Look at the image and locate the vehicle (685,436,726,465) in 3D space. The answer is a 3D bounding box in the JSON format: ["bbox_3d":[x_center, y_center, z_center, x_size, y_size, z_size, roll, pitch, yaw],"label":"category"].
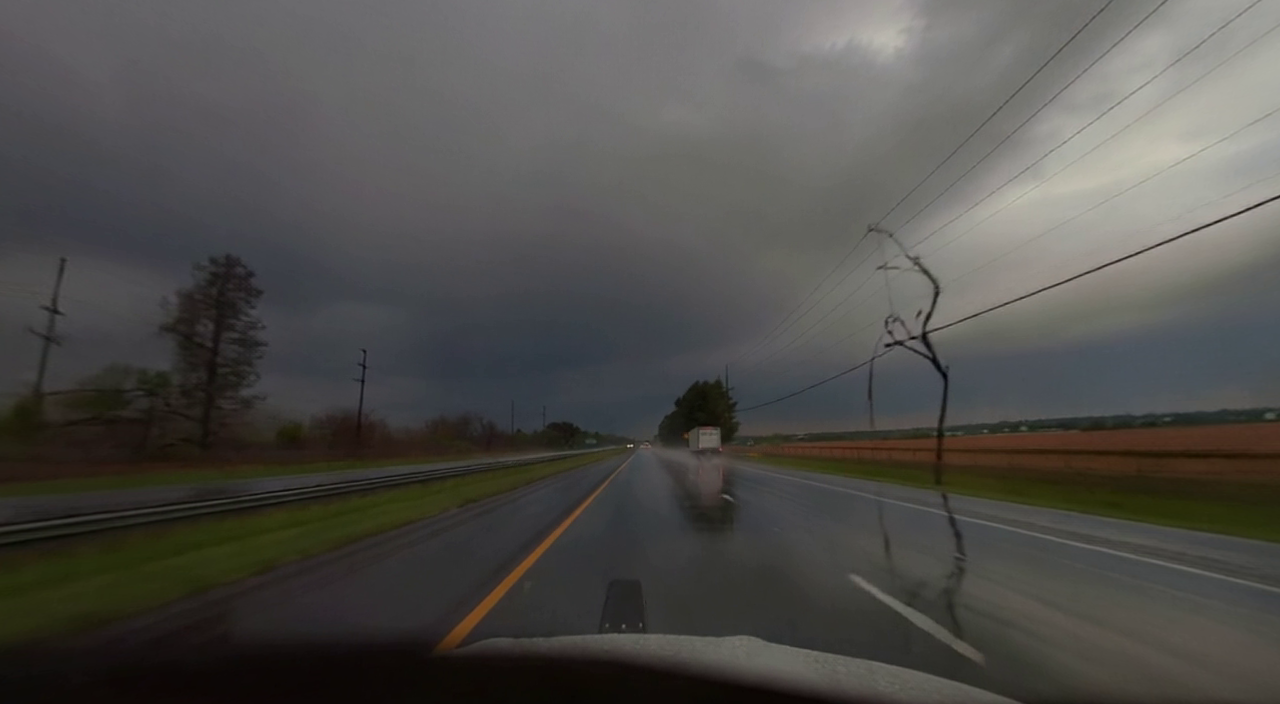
[{"bbox_3d":[4.429,6.763,43.221,2.228,1.852,5.449,0,-8,0],"label":"vehicle"}]
